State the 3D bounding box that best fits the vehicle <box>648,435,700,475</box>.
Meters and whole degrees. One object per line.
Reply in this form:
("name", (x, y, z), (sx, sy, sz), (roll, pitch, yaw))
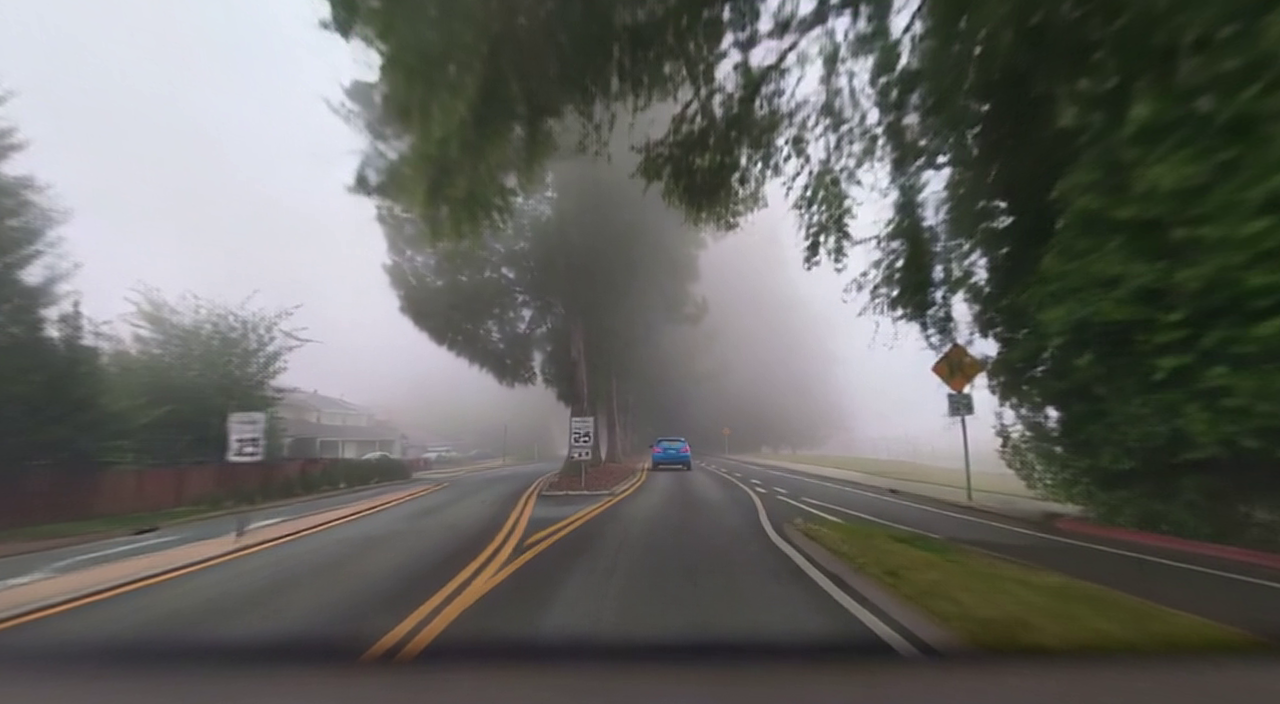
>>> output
("vehicle", (1.511, 4.764, 29.316), (2.216, 1.708, 4.110), (0, -9, 1))
